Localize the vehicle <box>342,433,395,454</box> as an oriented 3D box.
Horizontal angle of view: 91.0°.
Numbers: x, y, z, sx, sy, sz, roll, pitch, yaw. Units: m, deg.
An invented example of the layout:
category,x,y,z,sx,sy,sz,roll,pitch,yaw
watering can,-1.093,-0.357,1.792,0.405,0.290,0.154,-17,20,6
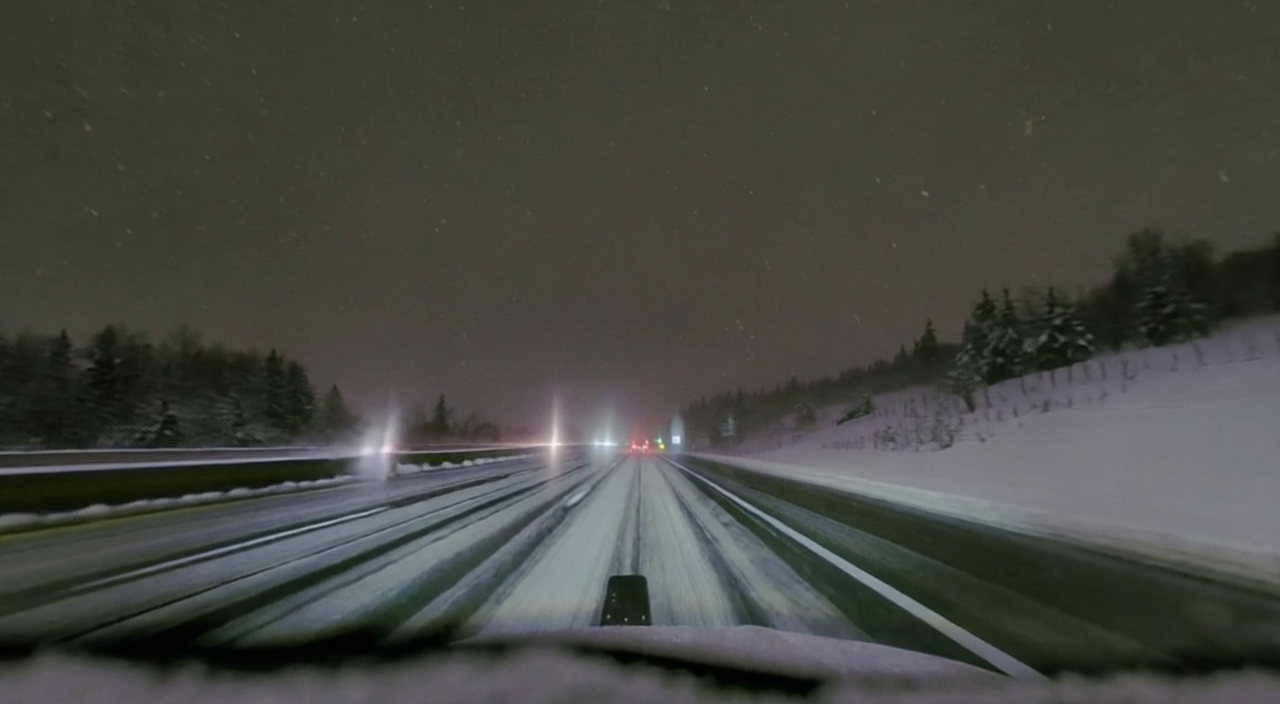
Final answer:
category,x,y,z,sx,sy,sz,roll,pitch,yaw
vehicle,-21.156,7.146,49.271,1.994,1.536,4.786,0,-8,0
